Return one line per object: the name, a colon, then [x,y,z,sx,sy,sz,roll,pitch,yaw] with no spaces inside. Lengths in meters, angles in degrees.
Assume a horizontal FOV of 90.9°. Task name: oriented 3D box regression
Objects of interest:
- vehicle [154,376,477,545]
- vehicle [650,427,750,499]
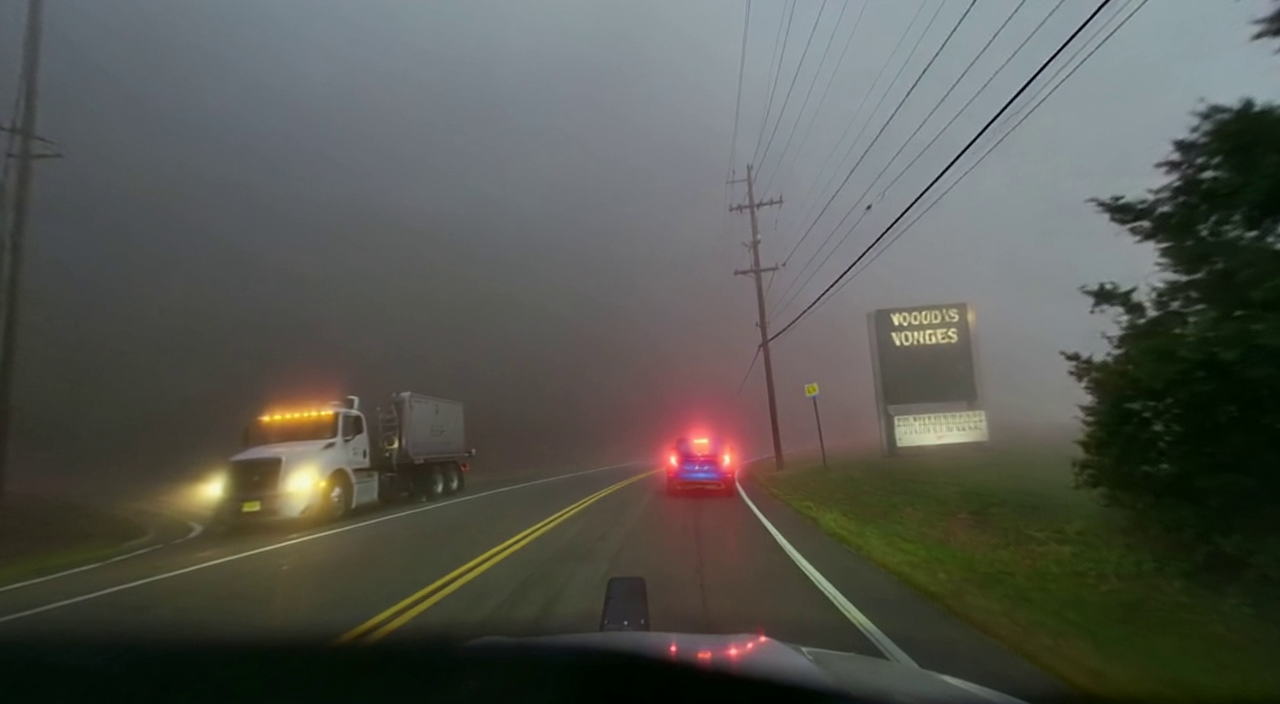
vehicle: [-7.632,2.520,16.456,3.395,3.071,7.634,-8,-6,10]
vehicle: [1.403,2.617,15.171,2.081,1.503,3.726,-1,-8,5]
